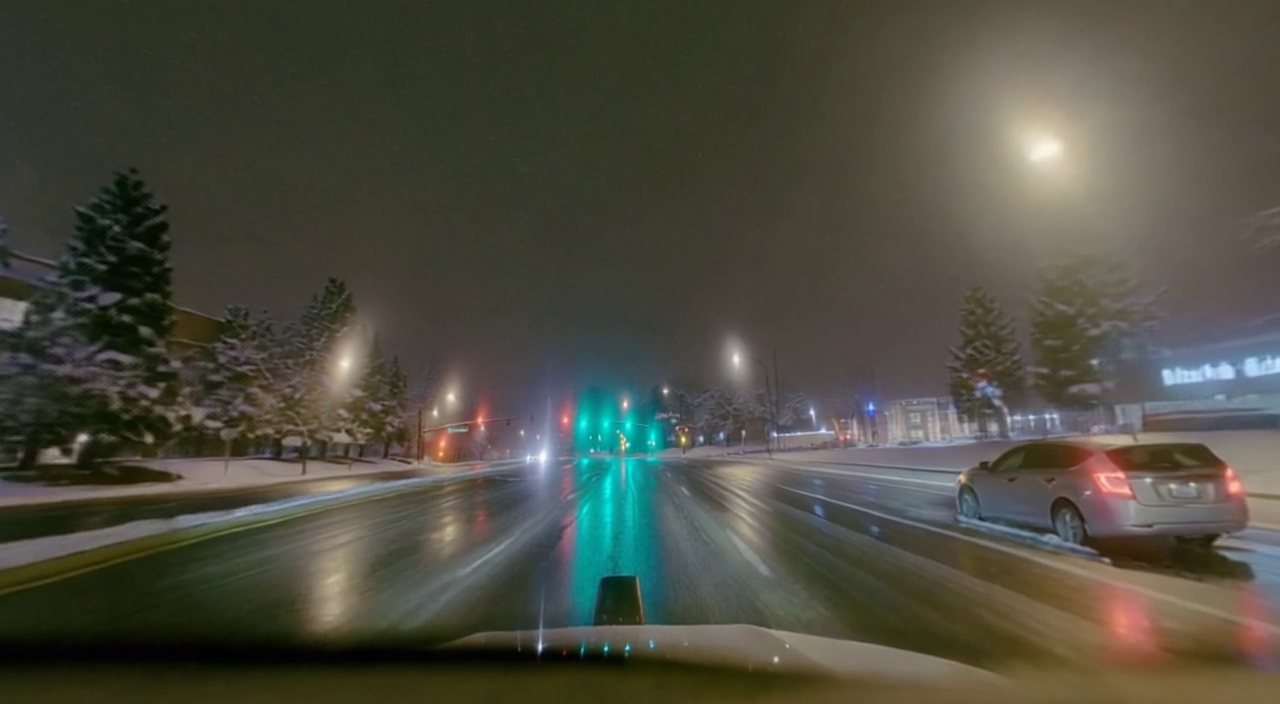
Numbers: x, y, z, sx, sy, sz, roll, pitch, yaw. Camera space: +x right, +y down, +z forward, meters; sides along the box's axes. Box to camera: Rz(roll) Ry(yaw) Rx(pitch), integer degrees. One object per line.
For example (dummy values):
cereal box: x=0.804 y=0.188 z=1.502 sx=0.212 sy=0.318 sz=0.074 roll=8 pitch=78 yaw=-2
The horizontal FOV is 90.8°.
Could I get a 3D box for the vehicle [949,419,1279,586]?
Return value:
vehicle: x=6.123 y=1.696 z=8.033 sx=2.070 sy=1.491 sz=4.575 roll=0 pitch=-9 yaw=0
